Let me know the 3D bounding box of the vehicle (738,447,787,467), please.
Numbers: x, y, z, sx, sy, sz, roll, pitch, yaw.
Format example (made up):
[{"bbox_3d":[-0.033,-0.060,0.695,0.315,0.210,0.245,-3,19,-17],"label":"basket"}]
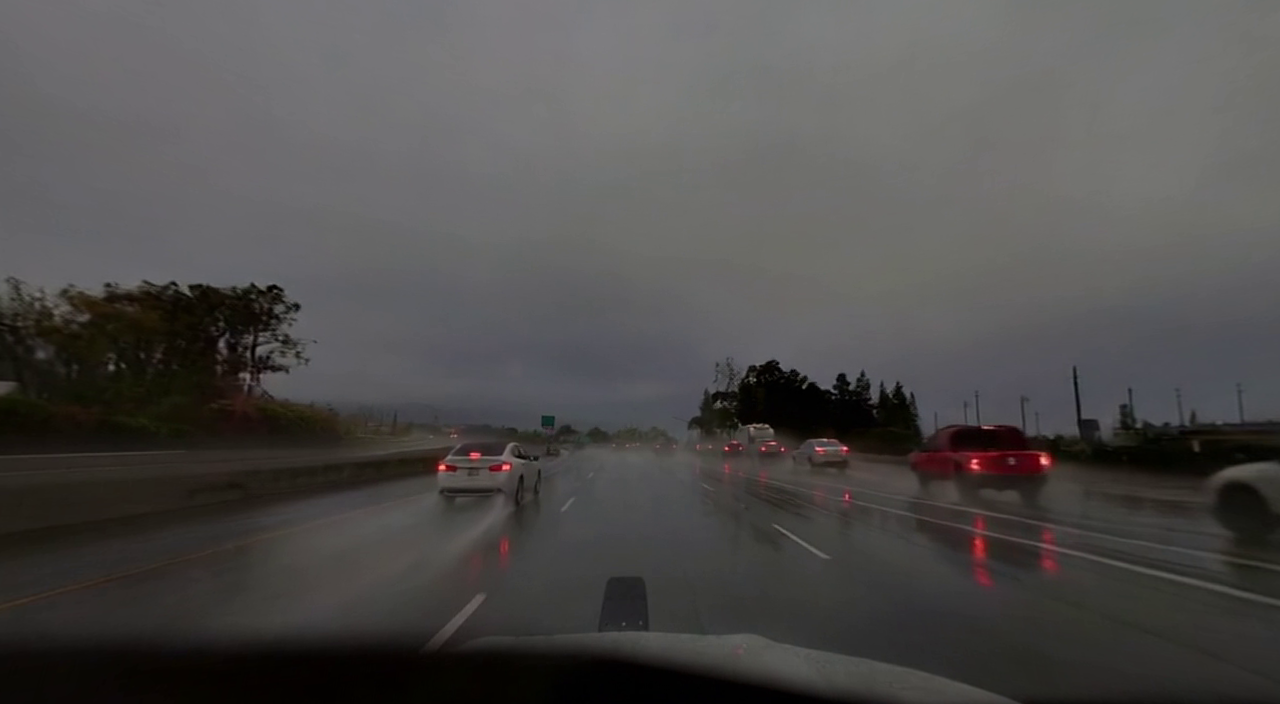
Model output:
[{"bbox_3d":[7.963,6.864,41.512,1.994,1.237,4.603,0,-8,-4],"label":"vehicle"}]

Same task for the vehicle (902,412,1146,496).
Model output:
[{"bbox_3d":[8.734,2.408,15.227,2.345,1.637,5.558,0,-8,-1],"label":"vehicle"}]

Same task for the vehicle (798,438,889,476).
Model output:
[{"bbox_3d":[8.731,4.558,27.616,2.052,1.468,5.333,0,-8,-2],"label":"vehicle"}]

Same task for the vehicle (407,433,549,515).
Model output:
[{"bbox_3d":[-3.405,2.646,14.182,2.109,1.536,4.174,0,-8,0],"label":"vehicle"}]
